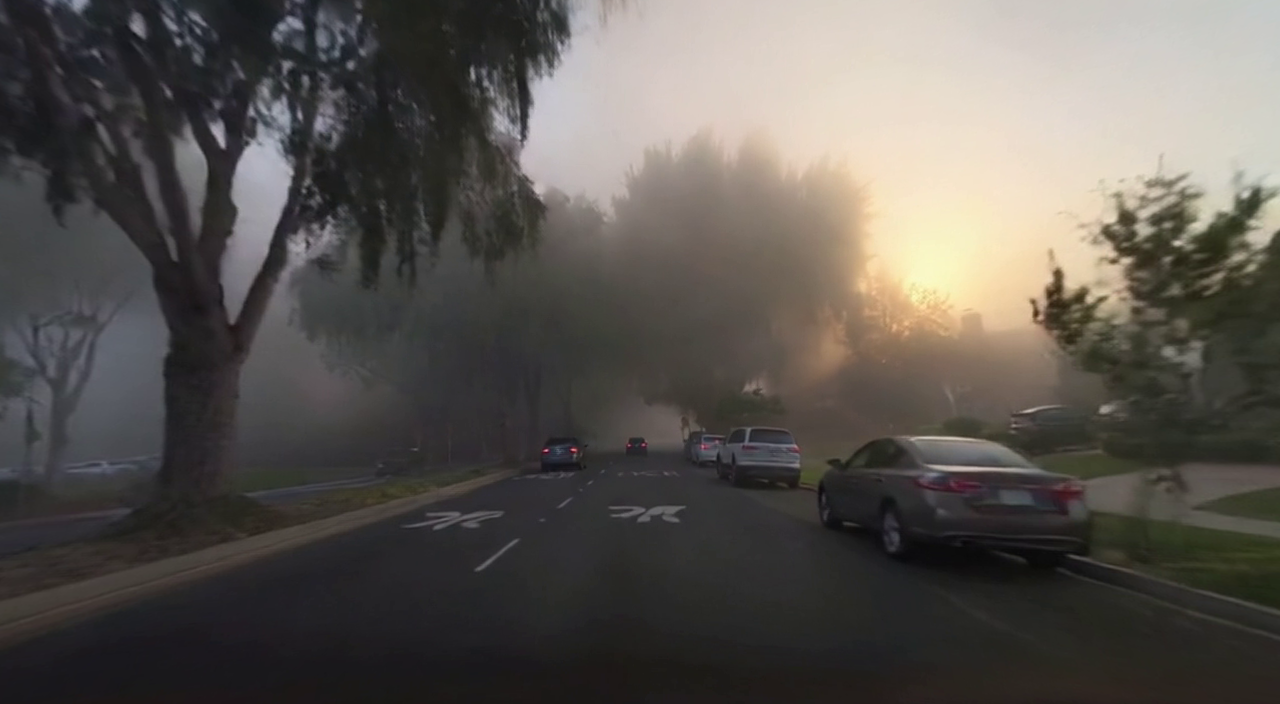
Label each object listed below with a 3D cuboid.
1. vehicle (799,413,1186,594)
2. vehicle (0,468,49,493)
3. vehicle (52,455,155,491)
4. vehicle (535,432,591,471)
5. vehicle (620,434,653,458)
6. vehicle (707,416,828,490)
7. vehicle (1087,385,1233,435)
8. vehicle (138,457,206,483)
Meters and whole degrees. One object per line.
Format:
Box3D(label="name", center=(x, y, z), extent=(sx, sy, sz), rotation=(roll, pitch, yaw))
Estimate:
Box3D(label="vehicle", center=(3.674, 1.630, 7.920), extent=(2.019, 1.495, 4.755), rotation=(-2, -8, -1))
Box3D(label="vehicle", center=(-48.962, 10.008, 49.141), extent=(1.860, 1.676, 4.164), rotation=(-1, -8, 3))
Box3D(label="vehicle", center=(-41.311, 9.284, 48.902), extent=(2.306, 2.086, 6.132), rotation=(-3, -6, 5))
Box3D(label="vehicle", center=(-3.663, 4.793, 30.787), extent=(2.129, 1.668, 4.722), rotation=(-2, -8, 0))
Box3D(label="vehicle", center=(-0.235, 6.491, 43.807), extent=(2.142, 1.548, 4.273), rotation=(-2, -8, 0))
Box3D(label="vehicle", center=(3.609, 2.981, 19.077), extent=(2.273, 1.860, 5.077), rotation=(-1, -8, -3))
Box3D(label="vehicle", center=(19.301, 2.258, 23.762), extent=(1.938, 1.668, 4.286), rotation=(-2, -8, 3))
Box3D(label="vehicle", center=(-36.508, 9.193, 49.418), extent=(1.890, 1.711, 4.456), rotation=(-2, -8, 1))
